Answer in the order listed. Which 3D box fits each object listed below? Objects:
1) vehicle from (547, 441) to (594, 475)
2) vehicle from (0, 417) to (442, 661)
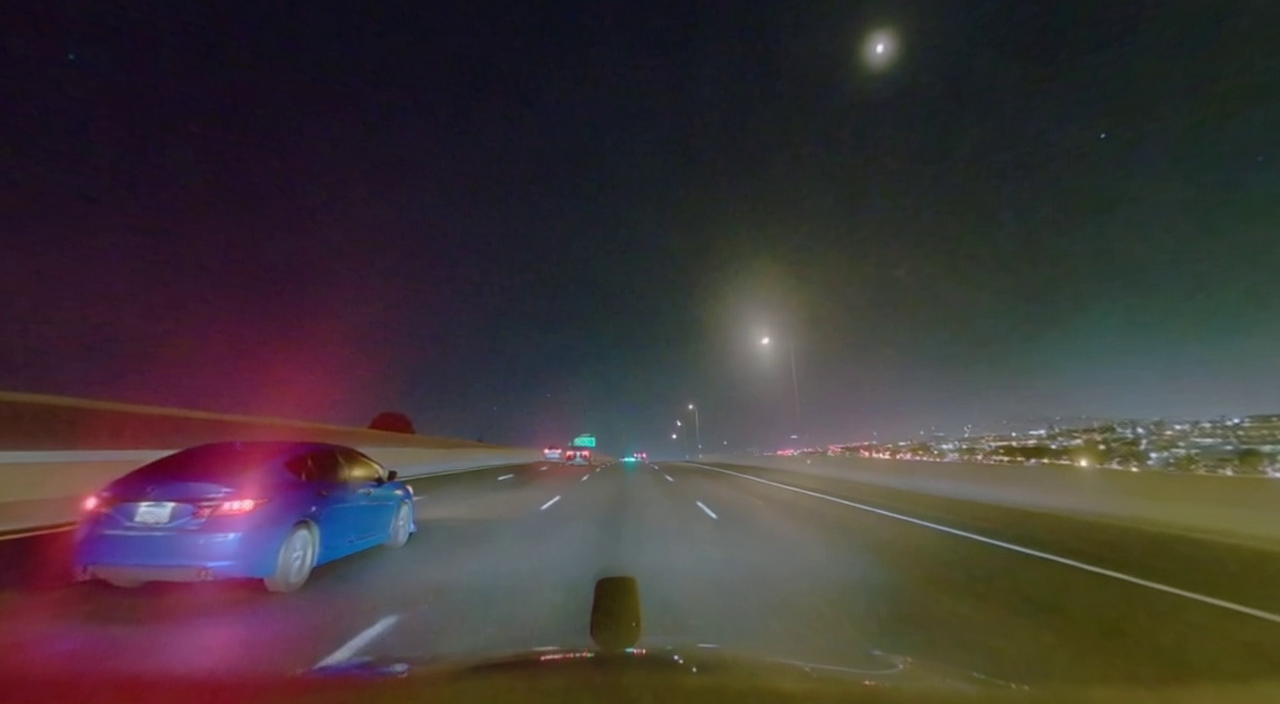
[{"bbox_3d":[-3.653,5.666,33.938,2.075,1.702,4.257,0,-9,0],"label":"vehicle"},{"bbox_3d":[-3.724,1.482,6.163,2.114,1.480,4.473,0,-9,0],"label":"vehicle"}]
